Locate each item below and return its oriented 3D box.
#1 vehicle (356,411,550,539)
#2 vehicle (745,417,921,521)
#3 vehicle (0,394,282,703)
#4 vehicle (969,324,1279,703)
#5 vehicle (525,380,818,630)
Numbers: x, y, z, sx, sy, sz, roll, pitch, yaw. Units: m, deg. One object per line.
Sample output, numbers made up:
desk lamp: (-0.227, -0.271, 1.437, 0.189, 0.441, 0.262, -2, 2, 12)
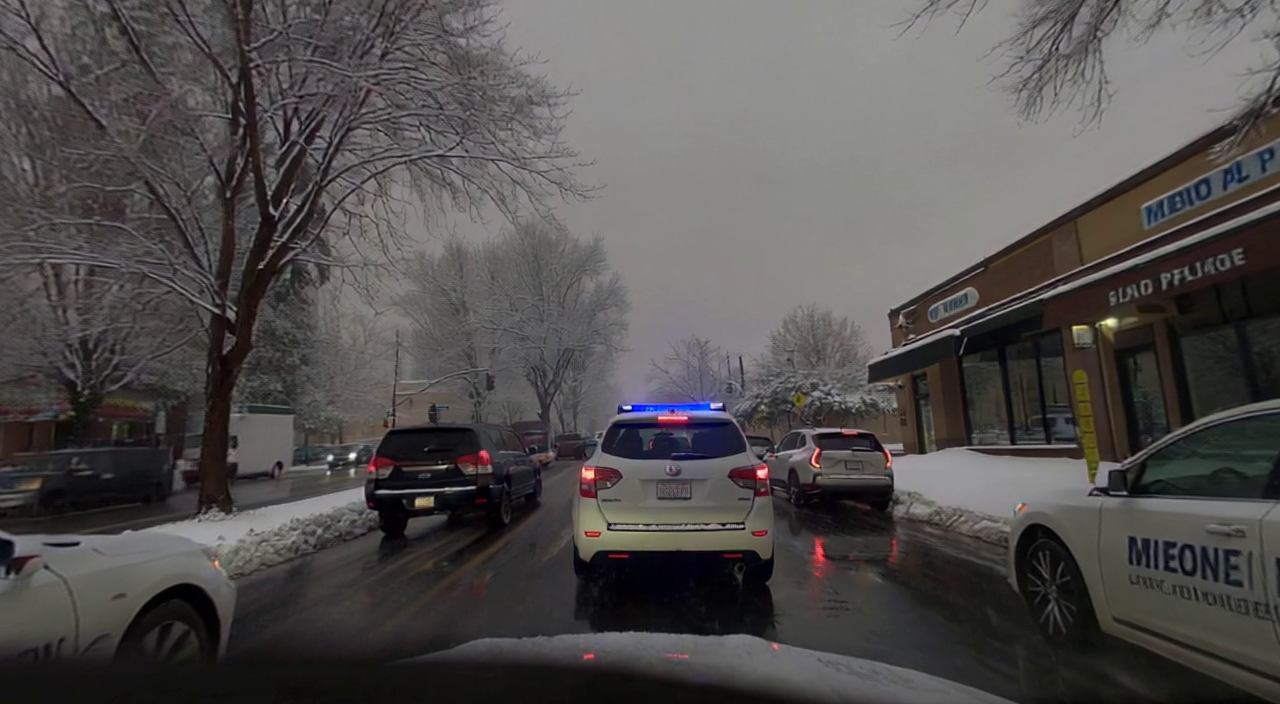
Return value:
vehicle: (-2.986, 2.093, 11.296, 2.135, 1.806, 4.514, 0, -8, -1)
vehicle: (4.034, 2.590, 14.531, 2.038, 1.865, 5.786, 1, -8, -2)
vehicle: (-2.952, 0.783, 1.340, 1.908, 1.474, 4.257, 0, -8, -1)
vehicle: (4.023, 0.908, 3.242, 1.987, 1.877, 5.330, 3, -8, 2)
vehicle: (0.215, 1.386, 6.578, 2.075, 1.770, 4.018, 0, -8, 0)
